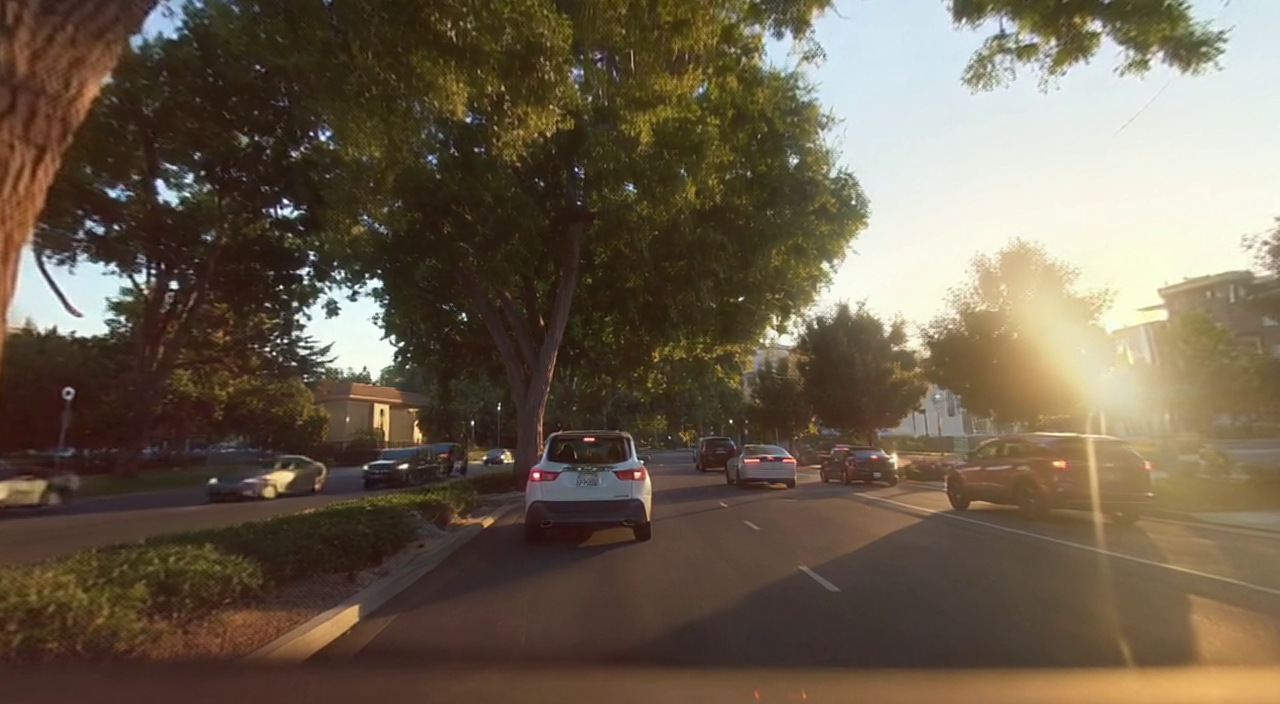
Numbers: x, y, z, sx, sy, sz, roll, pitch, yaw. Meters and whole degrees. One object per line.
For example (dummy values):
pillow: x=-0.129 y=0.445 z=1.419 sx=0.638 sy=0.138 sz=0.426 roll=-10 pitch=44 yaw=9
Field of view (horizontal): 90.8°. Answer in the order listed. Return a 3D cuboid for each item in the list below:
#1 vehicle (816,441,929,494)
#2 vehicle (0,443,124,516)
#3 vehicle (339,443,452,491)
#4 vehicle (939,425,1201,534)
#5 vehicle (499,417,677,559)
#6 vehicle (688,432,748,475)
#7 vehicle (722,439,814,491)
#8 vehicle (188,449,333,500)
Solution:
vehicle: x=7.245 y=3.619 z=20.214 sx=1.977 sy=1.485 sz=4.308 roll=0 pitch=-8 yaw=0
vehicle: x=-16.799 y=3.305 z=16.595 sx=2.027 sy=1.789 sz=5.259 roll=0 pitch=-8 yaw=0
vehicle: x=-8.324 y=3.930 z=22.045 sx=2.039 sy=1.466 sz=4.553 roll=0 pitch=-8 yaw=1
vehicle: x=7.871 y=2.350 z=12.249 sx=2.168 sy=1.709 sz=4.289 roll=0 pitch=-8 yaw=3
vehicle: x=-0.769 y=1.894 z=9.462 sx=2.106 sy=1.655 sz=3.717 roll=1 pitch=-8 yaw=-5
vehicle: x=3.533 y=4.727 z=29.575 sx=2.114 sy=1.846 sz=4.659 roll=0 pitch=-8 yaw=-1
vehicle: x=4.007 y=3.625 z=20.625 sx=2.175 sy=1.477 sz=4.520 roll=0 pitch=-8 yaw=1
vehicle: x=-11.954 y=3.860 z=20.358 sx=1.866 sy=1.404 sz=4.507 roll=0 pitch=-8 yaw=0
